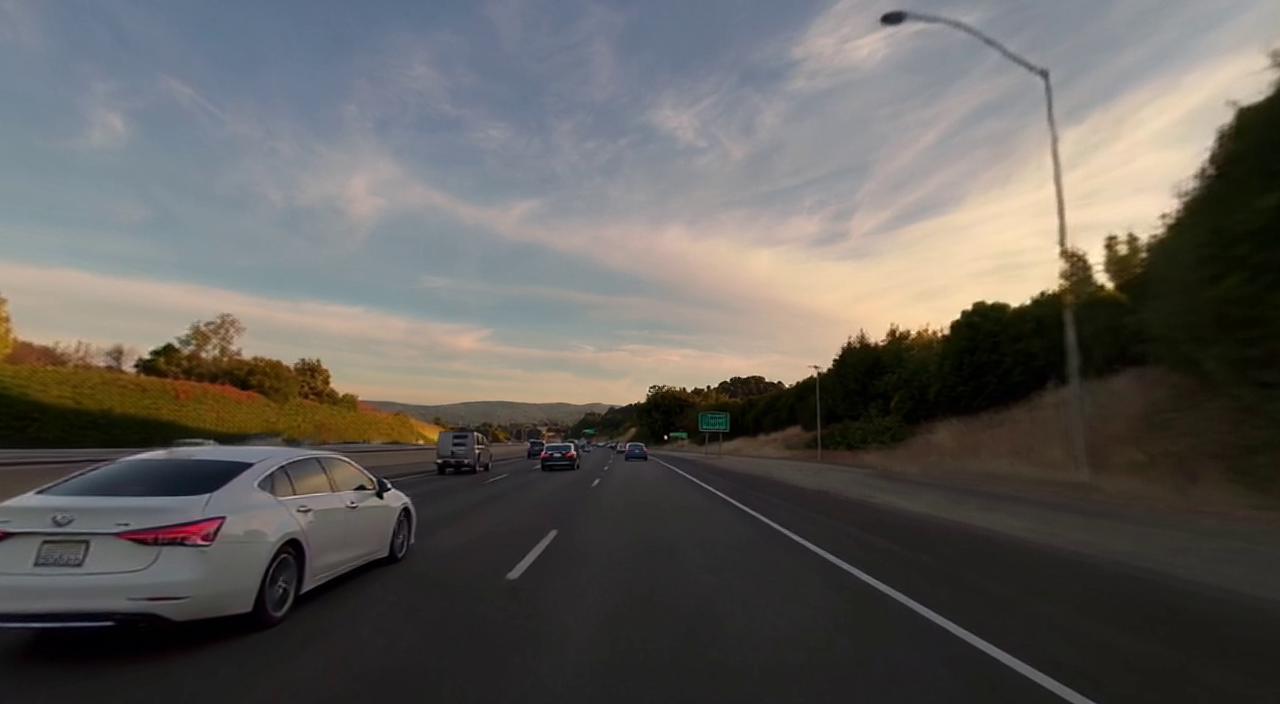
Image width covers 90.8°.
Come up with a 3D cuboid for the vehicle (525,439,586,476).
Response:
[{"bbox_3d":[-3.591,4.583,27.683,2.068,1.501,4.395,0,-8,0],"label":"vehicle"}]

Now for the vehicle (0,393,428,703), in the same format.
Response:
[{"bbox_3d":[-3.350,1.241,4.717,2.025,1.506,4.429,0,-8,-1],"label":"vehicle"}]

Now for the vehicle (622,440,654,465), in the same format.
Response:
[{"bbox_3d":[-0.208,6.633,41.802,2.018,1.508,4.087,0,-8,-2],"label":"vehicle"}]

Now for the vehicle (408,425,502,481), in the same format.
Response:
[{"bbox_3d":[-7.206,3.993,25.288,2.171,1.982,5.246,0,-8,-1],"label":"vehicle"}]
